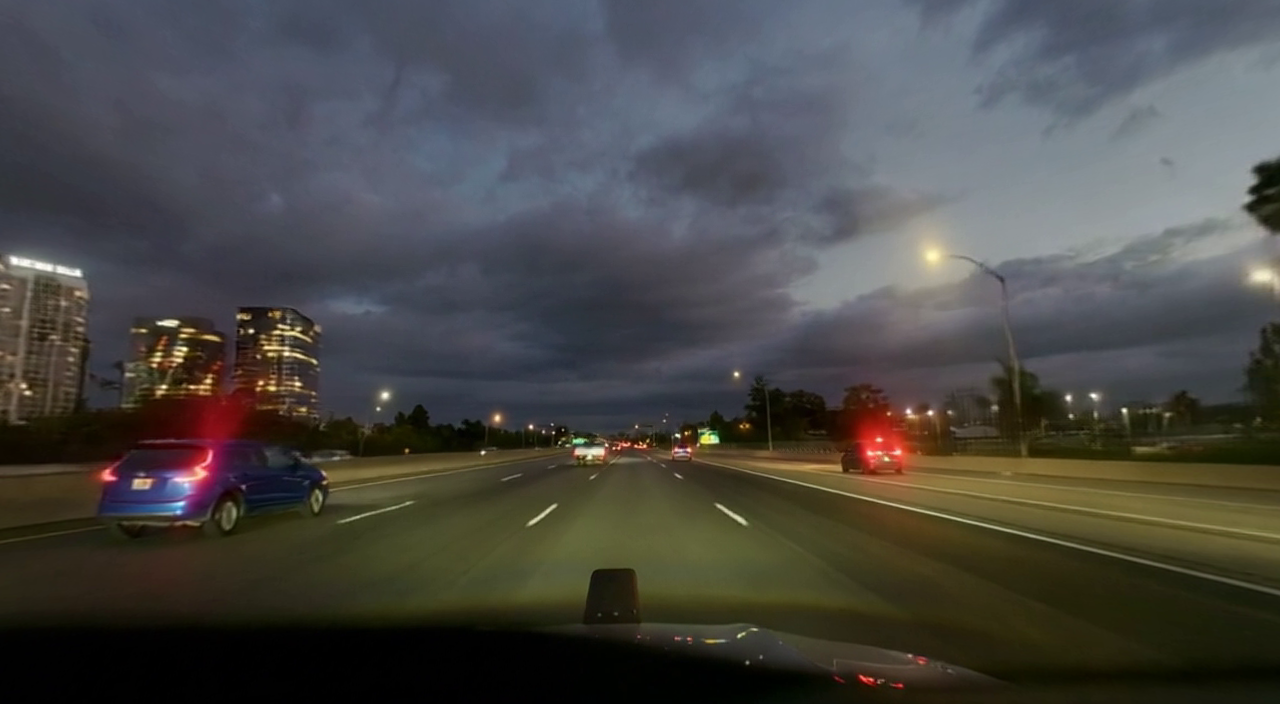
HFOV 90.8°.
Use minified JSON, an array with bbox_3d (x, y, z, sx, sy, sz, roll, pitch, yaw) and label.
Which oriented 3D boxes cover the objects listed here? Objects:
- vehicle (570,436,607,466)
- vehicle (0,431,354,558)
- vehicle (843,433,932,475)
[{"bbox_3d":[-3.655,7.152,45.653,2.225,1.967,4.673,0,-9,1],"label":"vehicle"},{"bbox_3d":[-6.727,2.078,10.017,2.018,1.480,4.999,0,-9,0],"label":"vehicle"},{"bbox_3d":[11.461,4.770,29.645,2.168,1.792,4.457,0,-9,-2],"label":"vehicle"}]
